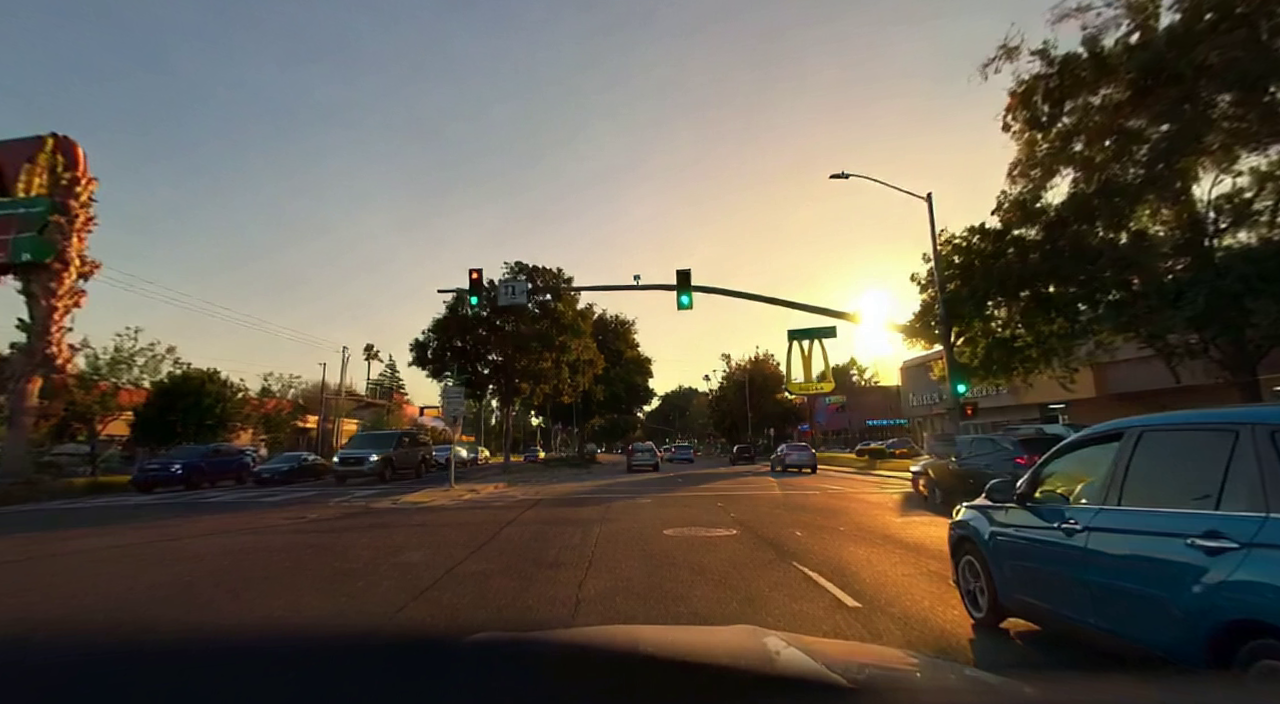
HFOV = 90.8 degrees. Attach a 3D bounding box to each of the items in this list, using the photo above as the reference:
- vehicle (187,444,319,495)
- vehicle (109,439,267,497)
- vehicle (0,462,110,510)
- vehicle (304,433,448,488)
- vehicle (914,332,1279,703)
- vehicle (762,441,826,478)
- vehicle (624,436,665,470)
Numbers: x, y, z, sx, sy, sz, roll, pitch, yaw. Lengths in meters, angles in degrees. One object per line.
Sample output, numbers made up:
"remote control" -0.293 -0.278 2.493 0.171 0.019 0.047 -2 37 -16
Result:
"vehicle" -14.085 4.258 23.385 2.015 1.679 4.535 0 -8 -1
"vehicle" -17.805 4.561 25.388 2.152 2.010 5.676 0 -8 -1
"vehicle" -21.877 4.705 22.438 1.849 1.442 4.866 0 -8 0
"vehicle" -10.528 4.398 26.185 2.909 1.956 6.908 0 -8 1
"vehicle" 3.432 0.915 3.201 2.076 1.716 4.416 0 -8 0
"vehicle" 6.885 4.834 28.656 1.879 1.517 4.006 0 -8 0
"vehicle" 0.213 6.295 39.500 2.402 1.938 4.535 0 -8 -1
